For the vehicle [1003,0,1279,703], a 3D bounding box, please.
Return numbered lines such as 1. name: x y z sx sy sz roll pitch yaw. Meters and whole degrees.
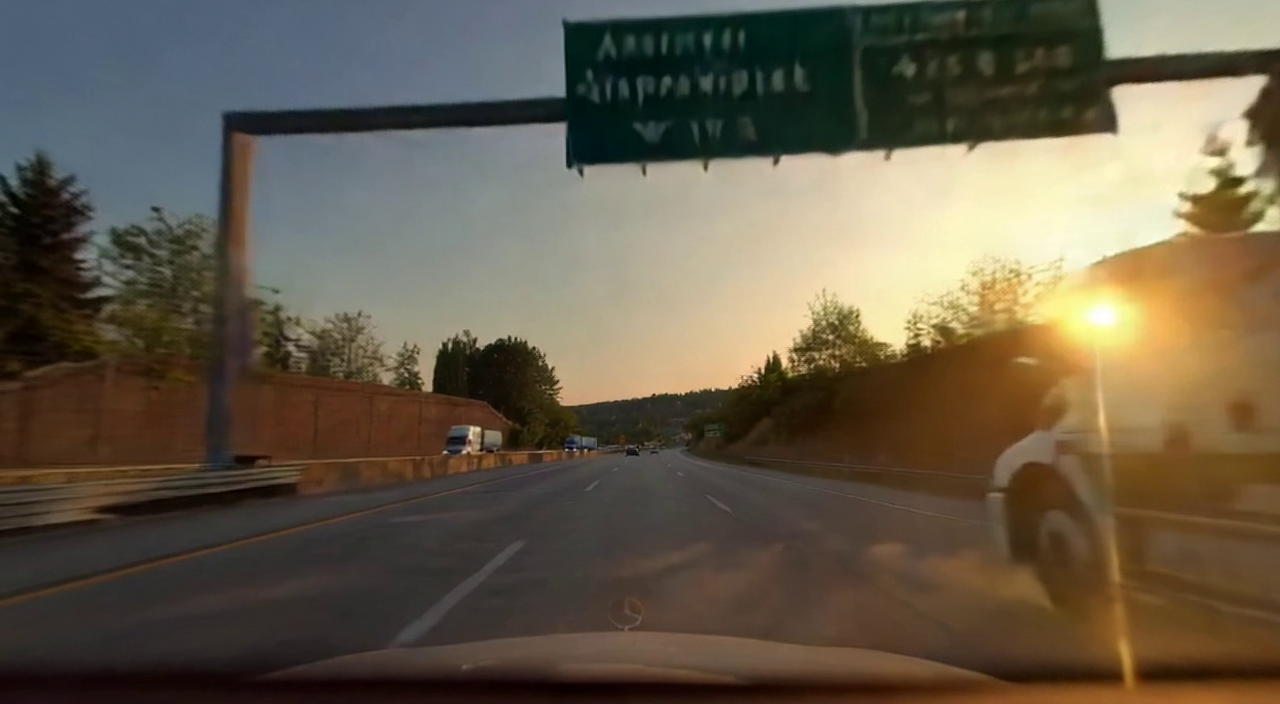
1. vehicle: 4.394 -0.370 1.834 2.976 3.871 5.853 0 -9 0
